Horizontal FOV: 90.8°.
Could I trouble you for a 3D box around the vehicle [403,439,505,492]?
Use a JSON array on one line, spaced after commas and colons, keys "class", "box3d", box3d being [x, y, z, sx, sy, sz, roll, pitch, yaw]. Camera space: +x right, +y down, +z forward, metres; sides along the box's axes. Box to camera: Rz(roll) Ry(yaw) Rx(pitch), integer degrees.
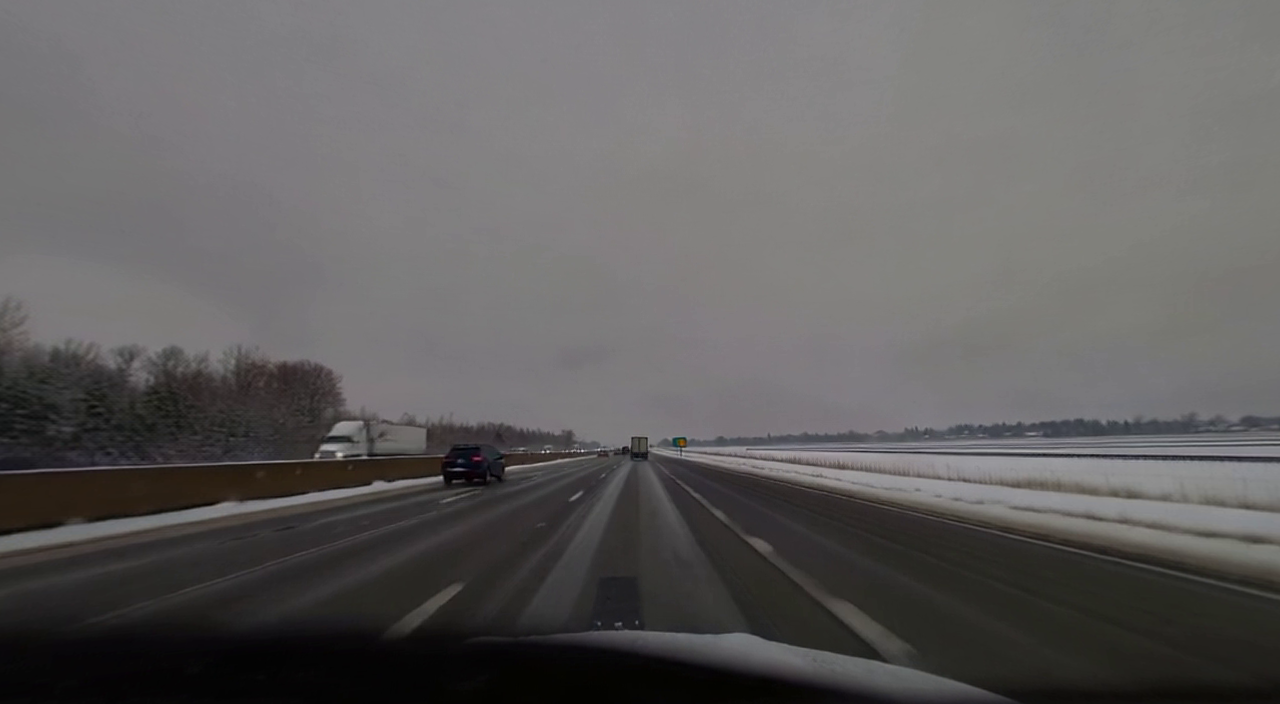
[{"class": "vehicle", "box3d": [-6.571, 4.092, 22.979, 2.234, 1.698, 4.634, 0, -9, 1]}]
